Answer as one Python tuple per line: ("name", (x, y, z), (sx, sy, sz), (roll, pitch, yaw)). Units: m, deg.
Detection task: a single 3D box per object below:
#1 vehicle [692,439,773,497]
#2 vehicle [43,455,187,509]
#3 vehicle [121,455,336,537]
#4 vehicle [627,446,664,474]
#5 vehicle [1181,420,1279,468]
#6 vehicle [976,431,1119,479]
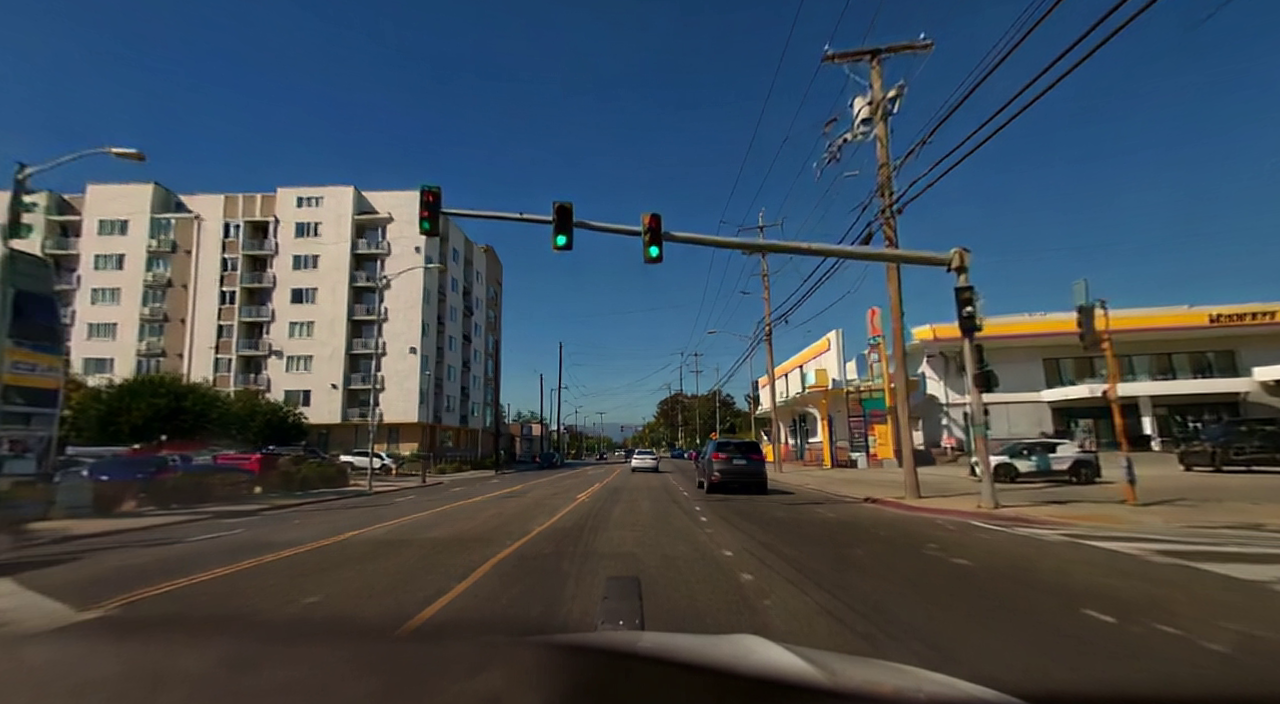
("vehicle", (2.847, 3.660, 20.466), (1.945, 1.647, 4.160), (0, -8, -1))
("vehicle", (-17.076, 4.215, 20.610), (3.631, 1.452, 1.610), (-3, -3, 9))
("vehicle", (-9.066, 3.157, 14.506), (1.859, 1.451, 4.447), (-1, -8, 1))
("vehicle", (0.340, 6.101, 35.979), (1.999, 1.487, 3.939), (0, -8, 1))
("vehicle", (21.594, 3.189, 22.070), (1.856, 1.530, 3.933), (0, -8, 1))
("vehicle", (14.191, 3.592, 22.393), (1.846, 1.480, 4.649), (0, -8, -2))
